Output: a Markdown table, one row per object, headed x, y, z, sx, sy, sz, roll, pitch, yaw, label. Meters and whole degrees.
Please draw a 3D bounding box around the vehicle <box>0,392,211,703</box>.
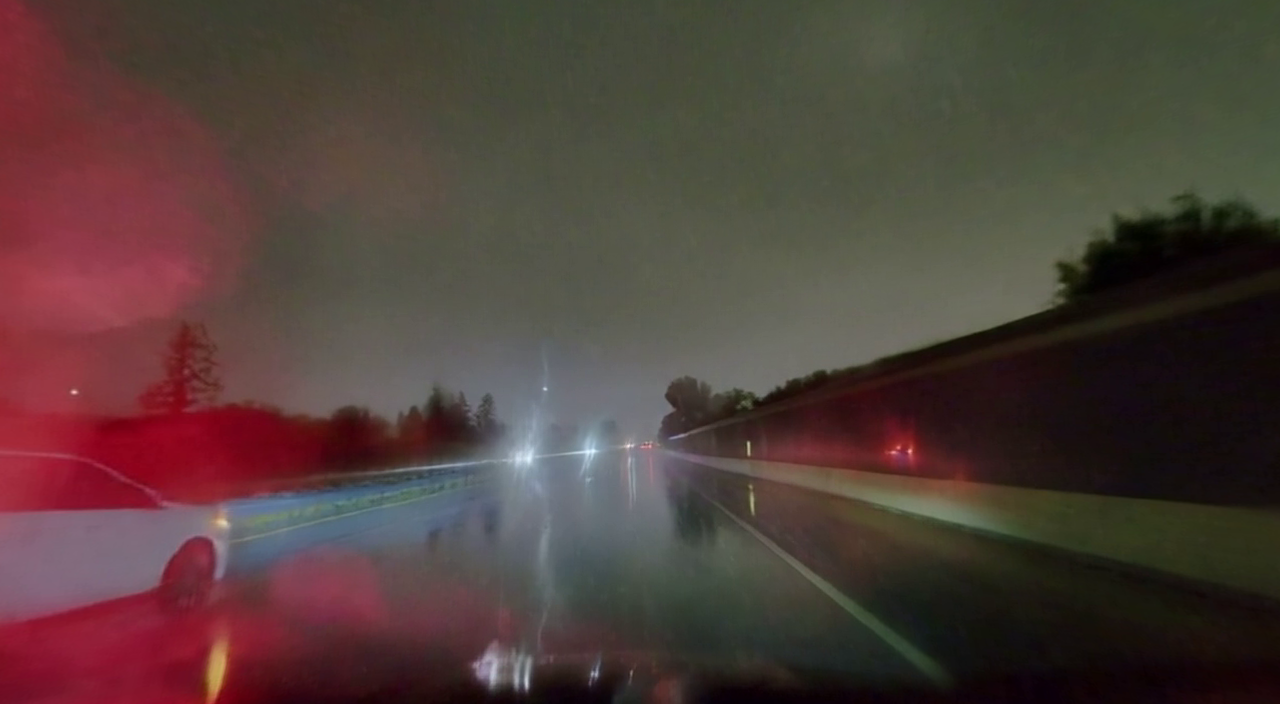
| x | y | z | sx | sy | sz | roll | pitch | yaw | label |
| --- | --- | --- | --- | --- | --- | --- | --- | --- | --- |
| -4.067 | 0.922 | 2.457 | 1.844 | 1.620 | 4.142 | 0 | -9 | 0 | vehicle |
